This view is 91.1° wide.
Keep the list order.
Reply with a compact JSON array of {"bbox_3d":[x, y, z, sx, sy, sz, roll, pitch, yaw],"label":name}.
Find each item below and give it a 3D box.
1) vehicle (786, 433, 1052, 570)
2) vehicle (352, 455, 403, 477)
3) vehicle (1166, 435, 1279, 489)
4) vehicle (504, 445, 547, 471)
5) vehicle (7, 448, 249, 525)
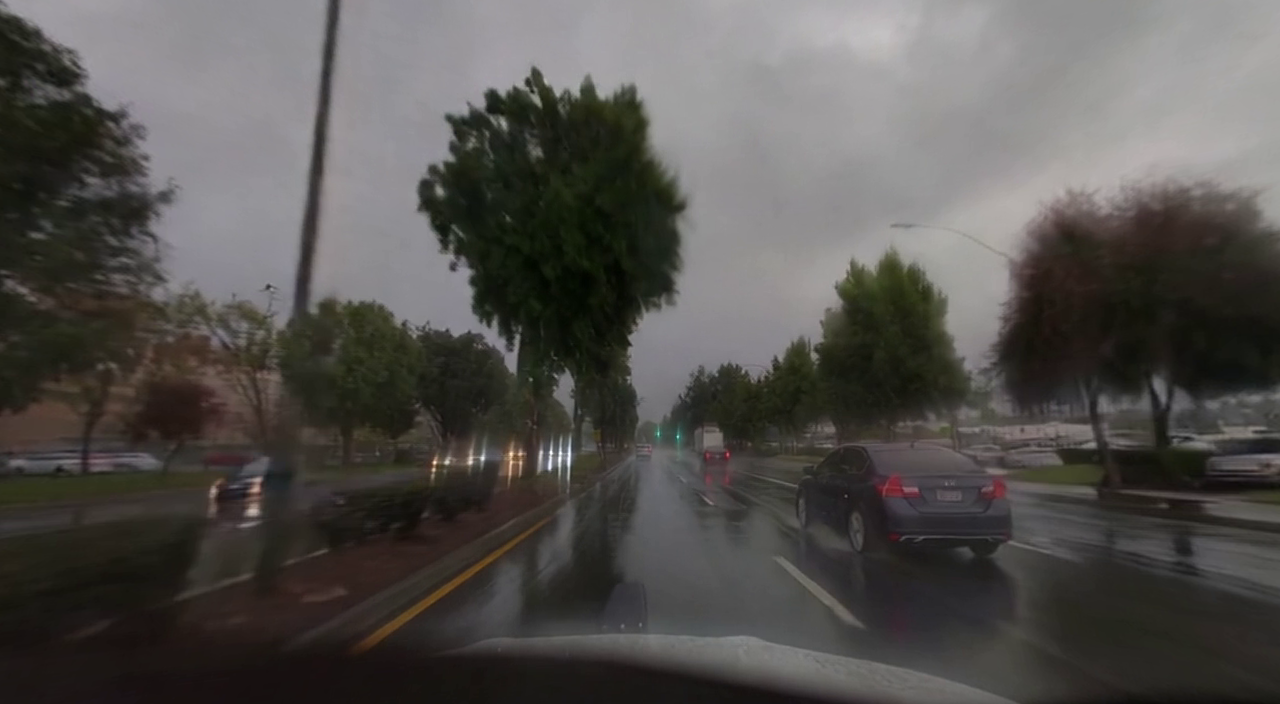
[{"bbox_3d":[3.626,1.997,9.239,1.935,1.501,4.384,0,-9,1],"label":"vehicle"},{"bbox_3d":[-19.119,8.317,45.899,1.787,1.452,4.482,0,-9,0],"label":"vehicle"},{"bbox_3d":[19.470,3.370,19.430,4.648,1.568,1.919,0,-9,-2],"label":"vehicle"},{"bbox_3d":[-8.439,7.838,46.737,2.156,1.838,4.945,0,-9,1],"label":"vehicle"},{"bbox_3d":[-12.009,3.130,15.271,1.983,1.567,4.557,0,-9,1],"label":"vehicle"}]
